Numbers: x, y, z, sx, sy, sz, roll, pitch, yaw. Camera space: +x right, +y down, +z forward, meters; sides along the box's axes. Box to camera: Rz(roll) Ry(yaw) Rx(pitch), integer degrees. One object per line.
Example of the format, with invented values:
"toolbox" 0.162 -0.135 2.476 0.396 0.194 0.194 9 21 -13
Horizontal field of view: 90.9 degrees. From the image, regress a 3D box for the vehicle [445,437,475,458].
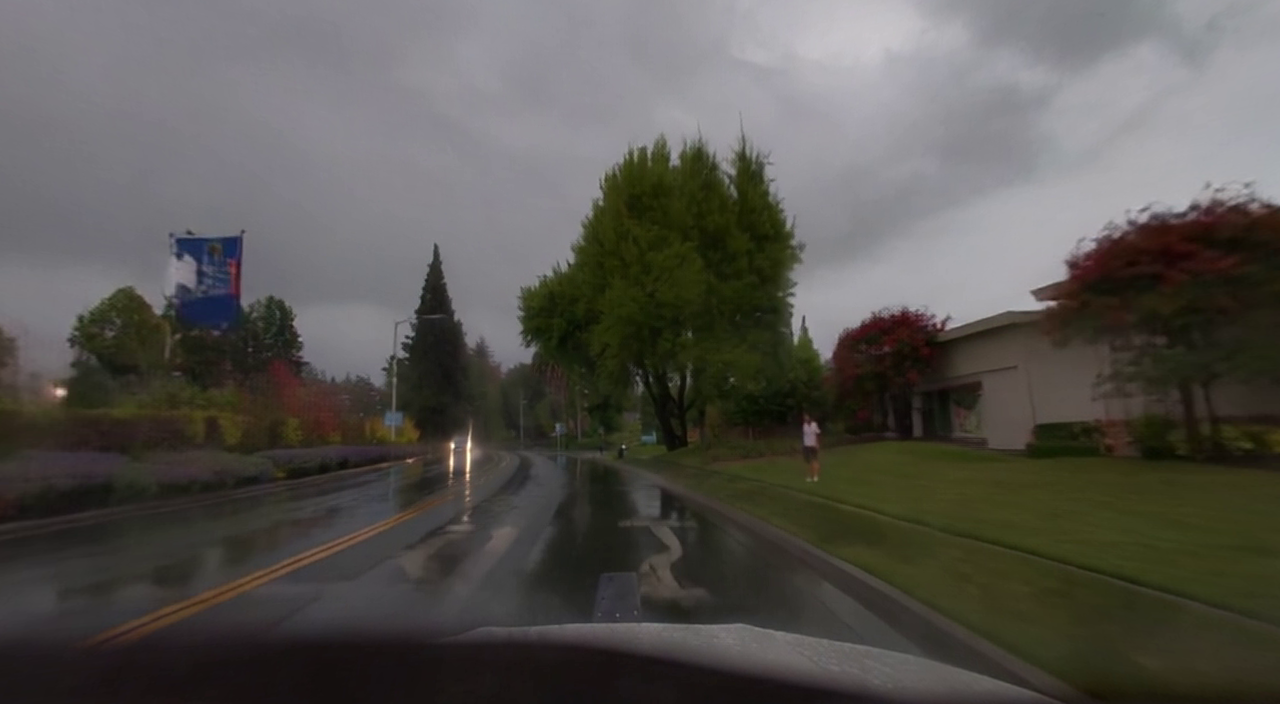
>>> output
"vehicle" -13.840 7.331 48.603 1.912 1.500 3.772 1 -8 -12
